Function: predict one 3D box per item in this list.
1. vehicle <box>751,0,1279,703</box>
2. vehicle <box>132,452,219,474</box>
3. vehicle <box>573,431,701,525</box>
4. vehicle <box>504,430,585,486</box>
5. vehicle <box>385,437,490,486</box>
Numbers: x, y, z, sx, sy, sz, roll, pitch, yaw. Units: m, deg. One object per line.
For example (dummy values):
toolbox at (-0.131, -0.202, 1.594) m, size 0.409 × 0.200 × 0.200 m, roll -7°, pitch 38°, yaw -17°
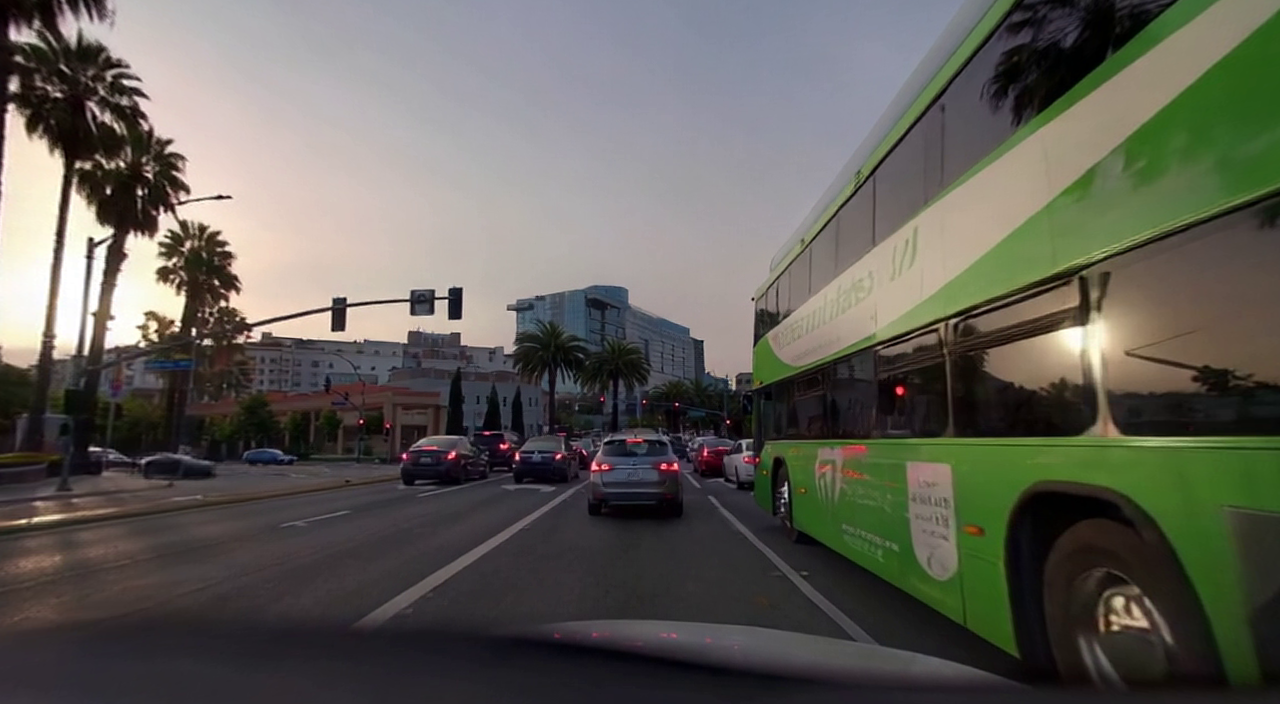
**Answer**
vehicle at (3.555, 0.040, 4.946) m, size 2.970 × 4.015 × 13.606 m, roll 0°, pitch -9°, yaw 0°
vehicle at (-33.340, 7.958, 45.428) m, size 4.653 × 1.472 × 1.870 m, roll 1°, pitch -9°, yaw -6°
vehicle at (-0.041, 2.322, 12.158) m, size 2.060 × 1.499 × 3.831 m, roll 0°, pitch -9°, yaw 0°
vehicle at (-3.191, 3.660, 22.069) m, size 2.020 × 1.721 × 4.366 m, roll -1°, pitch -9°, yaw 2°
vehicle at (-6.843, 3.758, 21.967) m, size 1.927 × 1.480 × 4.832 m, roll 0°, pitch -9°, yaw 2°
